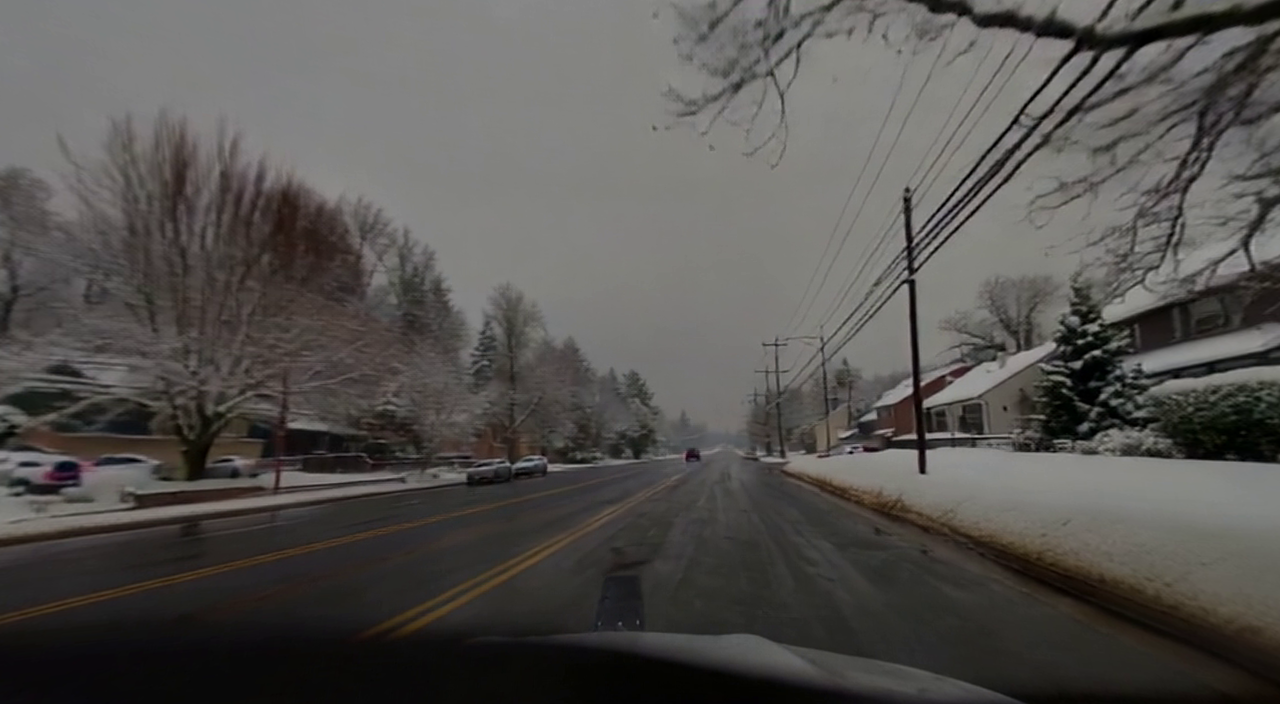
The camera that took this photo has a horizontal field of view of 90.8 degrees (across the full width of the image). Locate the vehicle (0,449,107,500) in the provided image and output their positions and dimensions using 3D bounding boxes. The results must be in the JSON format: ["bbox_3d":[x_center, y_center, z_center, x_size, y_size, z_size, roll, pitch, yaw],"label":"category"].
[{"bbox_3d":[-25.248,4.880,25.494,5.866,1.877,2.280,-2,-8,9],"label":"vehicle"}]

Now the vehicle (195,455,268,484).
[{"bbox_3d":[-23.454,6.752,36.485,1.769,1.414,4.434,2,-8,-8],"label":"vehicle"}]

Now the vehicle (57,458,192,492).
[{"bbox_3d":[-24.031,5.740,29.617,4.326,1.452,2.121,1,-9,-5],"label":"vehicle"}]

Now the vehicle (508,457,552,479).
[{"bbox_3d":[-8.097,8.588,46.990,1.863,1.481,4.363,-4,-9,9],"label":"vehicle"}]

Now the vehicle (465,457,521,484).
[{"bbox_3d":[-9.213,7.485,40.060,1.936,1.489,4.311,-2,-9,9],"label":"vehicle"}]
